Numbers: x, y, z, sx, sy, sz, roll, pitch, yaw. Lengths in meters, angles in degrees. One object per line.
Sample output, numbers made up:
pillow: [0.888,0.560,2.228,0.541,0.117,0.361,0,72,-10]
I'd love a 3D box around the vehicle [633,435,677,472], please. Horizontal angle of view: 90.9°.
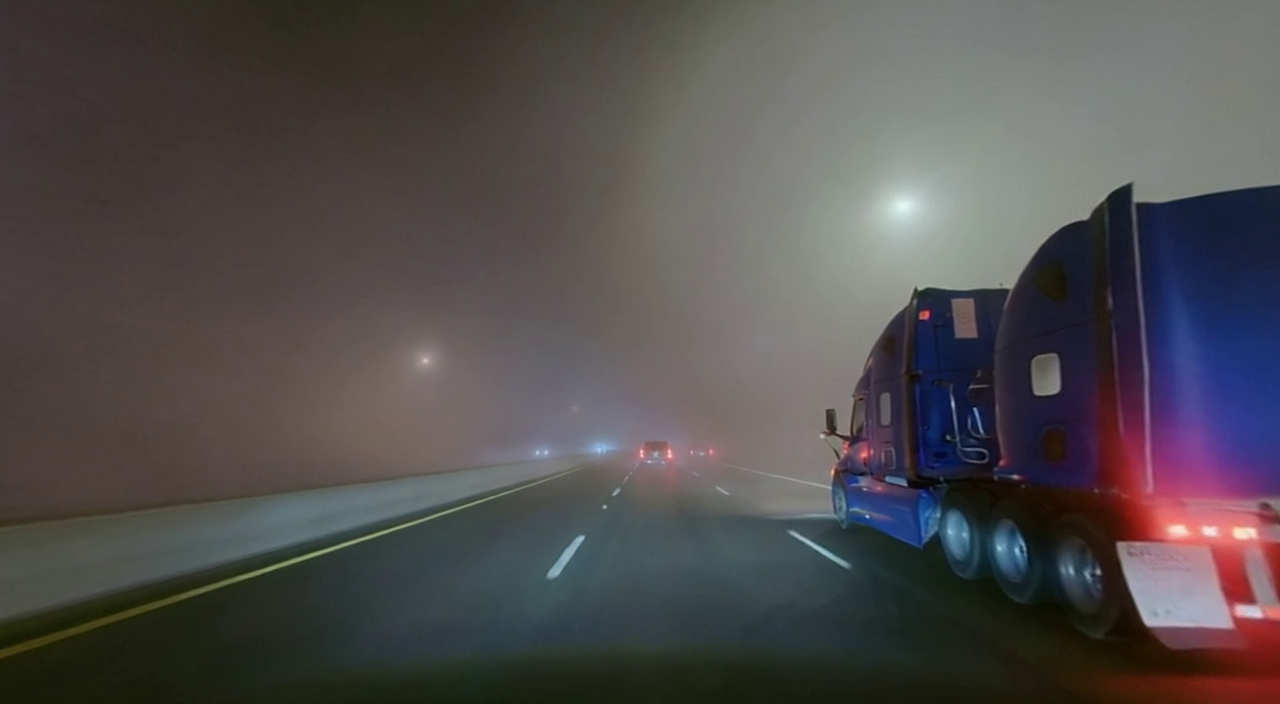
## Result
vehicle: [0.752,5.462,34.127,2.205,1.860,4.301,0,-9,0]

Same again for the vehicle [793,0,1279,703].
vehicle: [4.411,0.425,7.590,3.030,3.985,8.655,-1,-9,1]
